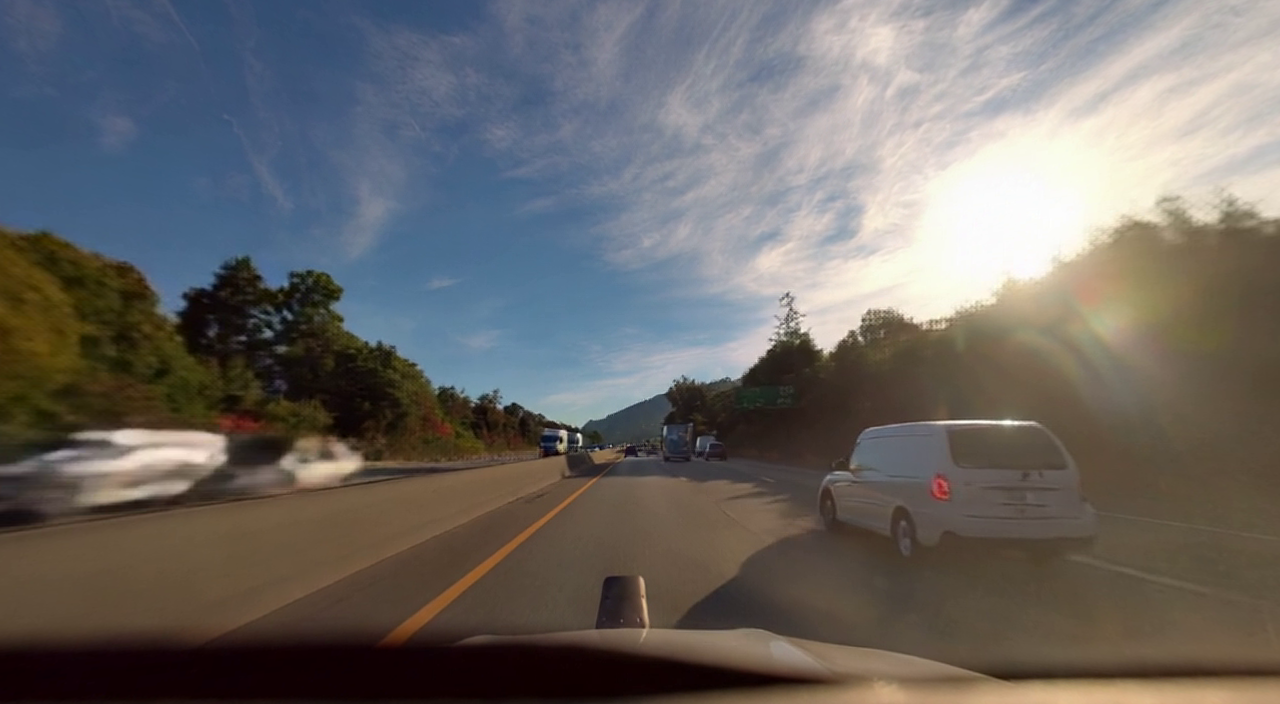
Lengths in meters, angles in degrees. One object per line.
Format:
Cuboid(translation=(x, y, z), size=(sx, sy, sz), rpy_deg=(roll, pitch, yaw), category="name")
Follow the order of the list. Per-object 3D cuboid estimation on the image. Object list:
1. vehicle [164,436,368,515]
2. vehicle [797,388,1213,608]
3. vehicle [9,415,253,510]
Cuboid(translation=(-8.226, 2.739, 14.506), size=(1.937, 1.499, 4.518), rpy_deg=(0, -9, 0), category="vehicle")
Cuboid(translation=(3.513, 1.522, 7.426), size=(2.070, 1.751, 4.576), rpy_deg=(0, -9, -1), category="vehicle")
Cuboid(translation=(-12.356, 2.726, 15.919), size=(2.125, 1.987, 4.809), rpy_deg=(0, -9, 0), category="vehicle")
